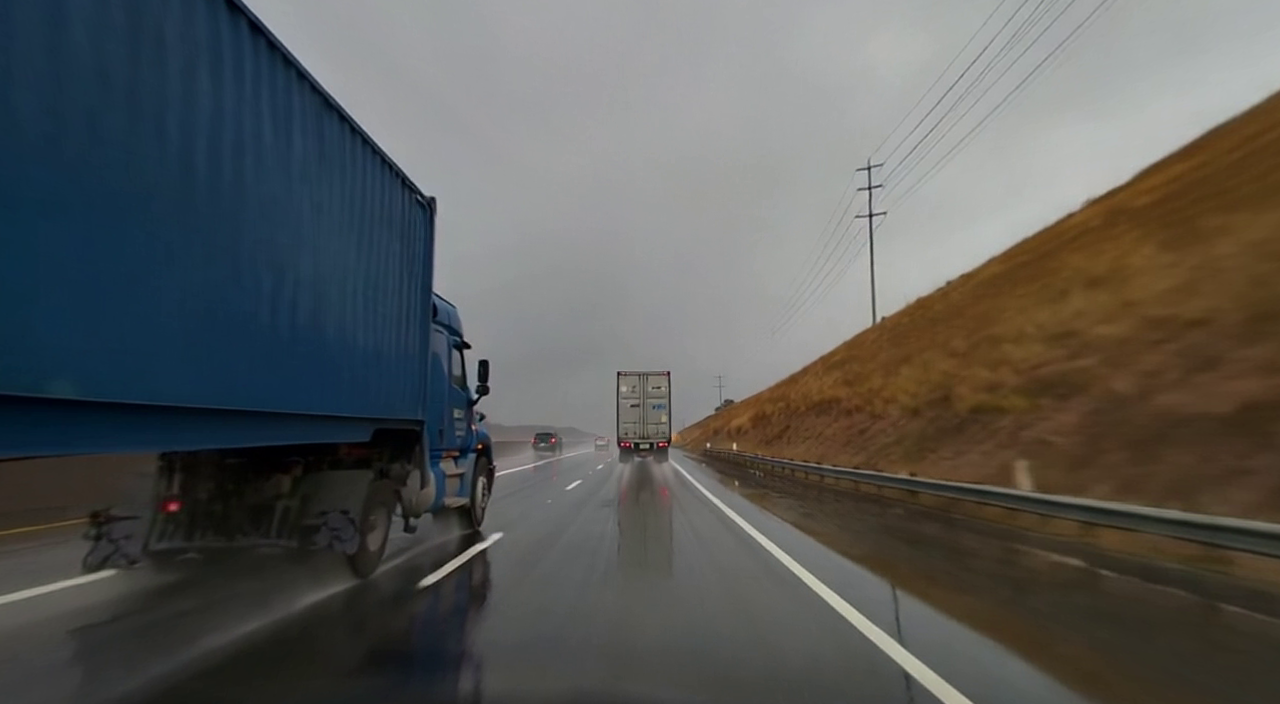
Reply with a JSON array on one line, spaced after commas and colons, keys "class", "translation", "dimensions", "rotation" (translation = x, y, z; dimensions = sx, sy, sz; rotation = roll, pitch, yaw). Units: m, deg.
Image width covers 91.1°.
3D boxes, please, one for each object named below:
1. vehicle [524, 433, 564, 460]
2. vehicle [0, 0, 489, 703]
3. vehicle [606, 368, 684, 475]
[{"class": "vehicle", "translation": [-7.112, 7.050, 47.112], "dimensions": [2.214, 1.899, 4.719], "rotation": [0, -8, 1]}, {"class": "vehicle", "translation": [-4.067, -0.128, 4.423], "dimensions": [3.314, 4.224, 9.816], "rotation": [0, -8, 1]}, {"class": "vehicle", "translation": [0.152, 3.519, 30.254], "dimensions": [3.006, 4.120, 11.586], "rotation": [0, -8, 0]}]
